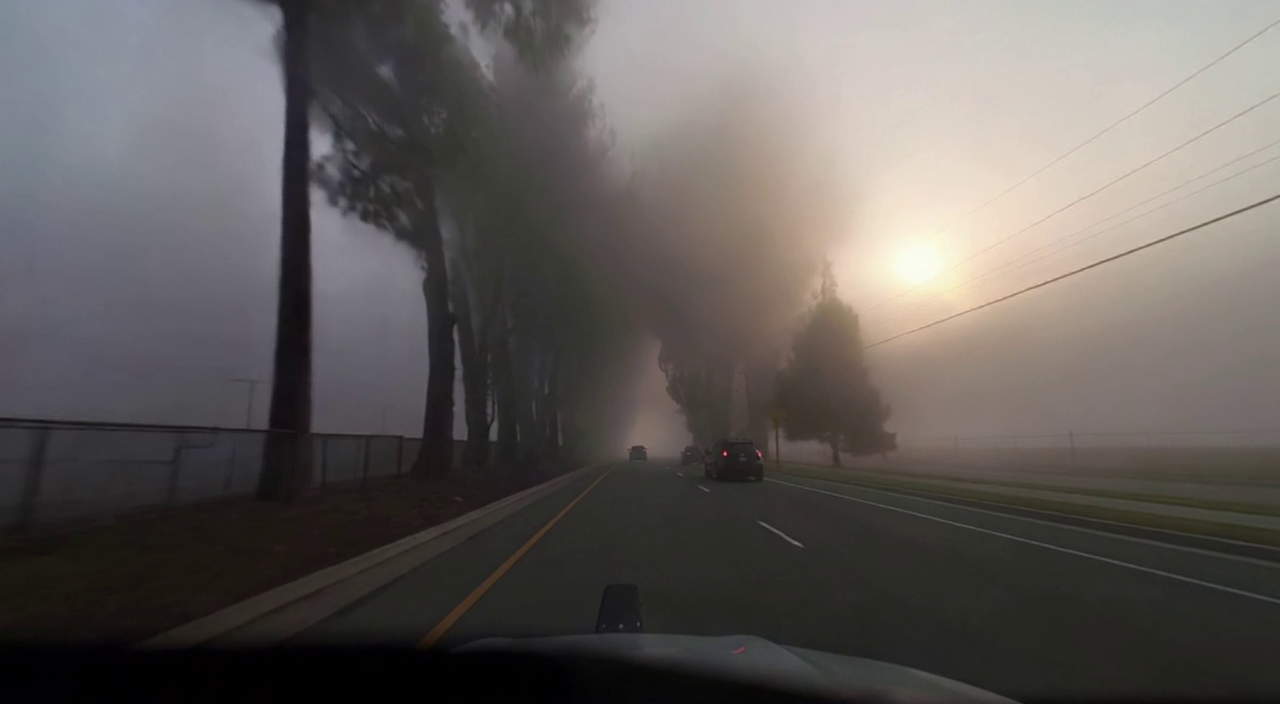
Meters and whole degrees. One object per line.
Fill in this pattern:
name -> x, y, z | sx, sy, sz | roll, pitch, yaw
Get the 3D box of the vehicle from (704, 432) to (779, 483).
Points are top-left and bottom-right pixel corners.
vehicle -> 3.976, 4.237, 25.564 | 2.112, 1.825, 4.574 | 0, -9, -2

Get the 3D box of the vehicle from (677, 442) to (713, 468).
vehicle -> 3.726, 7.100, 43.642 | 2.012, 1.653, 4.115 | 0, -9, -2
